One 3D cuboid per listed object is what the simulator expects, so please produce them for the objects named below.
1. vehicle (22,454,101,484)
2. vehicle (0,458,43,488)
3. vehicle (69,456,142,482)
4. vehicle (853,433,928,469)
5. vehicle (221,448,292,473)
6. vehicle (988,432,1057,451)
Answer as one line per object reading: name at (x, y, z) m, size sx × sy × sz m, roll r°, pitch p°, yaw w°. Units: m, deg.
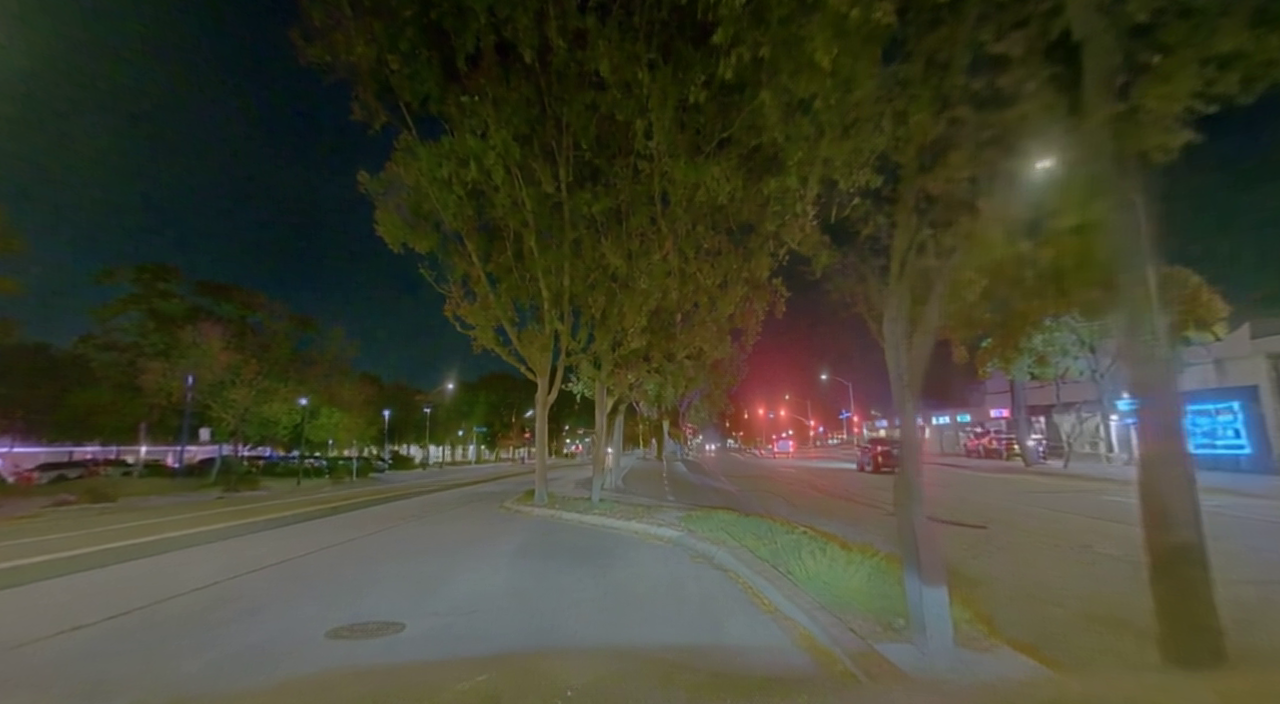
vehicle at (-34.096, 6.845, 37.169) m, size 5.124 × 1.541 × 2.121 m, roll -6°, pitch -10°, yaw 33°
vehicle at (-35.186, 6.679, 35.001) m, size 4.157 × 1.458 × 2.130 m, roll -6°, pitch -10°, yaw 35°
vehicle at (-34.672, 7.562, 40.977) m, size 4.416 × 1.541 × 2.102 m, roll -5°, pitch -10°, yaw 30°
vehicle at (12.577, 5.001, 32.071) m, size 2.100 × 1.638 × 4.545 m, roll 0°, pitch -8°, yaw 2°
vehicle at (-28.369, 7.954, 46.715) m, size 5.483 × 1.719 × 2.112 m, roll -5°, pitch -10°, yaw 31°
vehicle at (28.055, 6.584, 46.393) m, size 3.839 × 1.386 × 1.816 m, roll -1°, pitch -8°, yaw 6°
